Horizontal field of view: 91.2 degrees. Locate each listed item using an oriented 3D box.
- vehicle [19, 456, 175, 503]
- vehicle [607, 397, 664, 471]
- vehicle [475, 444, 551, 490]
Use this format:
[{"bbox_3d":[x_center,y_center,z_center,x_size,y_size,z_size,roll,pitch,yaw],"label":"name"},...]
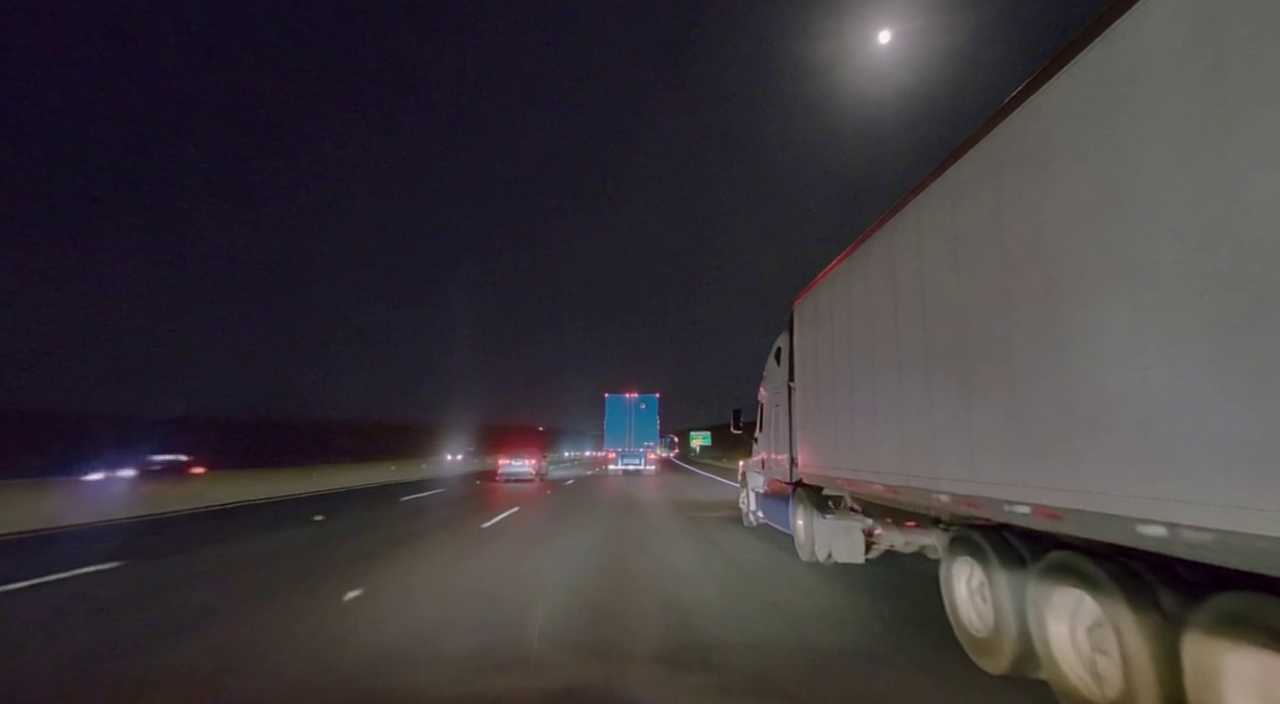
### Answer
[{"bbox_3d":[-21.519,5.028,25.163,1.933,1.646,4.718,-1,-9,1],"label":"vehicle"},{"bbox_3d":[-0.224,5.363,40.017,3.123,4.094,10.812,0,-9,0],"label":"vehicle"},{"bbox_3d":[-4.474,4.099,22.614,1.895,1.500,3.808,0,-9,1],"label":"vehicle"}]
